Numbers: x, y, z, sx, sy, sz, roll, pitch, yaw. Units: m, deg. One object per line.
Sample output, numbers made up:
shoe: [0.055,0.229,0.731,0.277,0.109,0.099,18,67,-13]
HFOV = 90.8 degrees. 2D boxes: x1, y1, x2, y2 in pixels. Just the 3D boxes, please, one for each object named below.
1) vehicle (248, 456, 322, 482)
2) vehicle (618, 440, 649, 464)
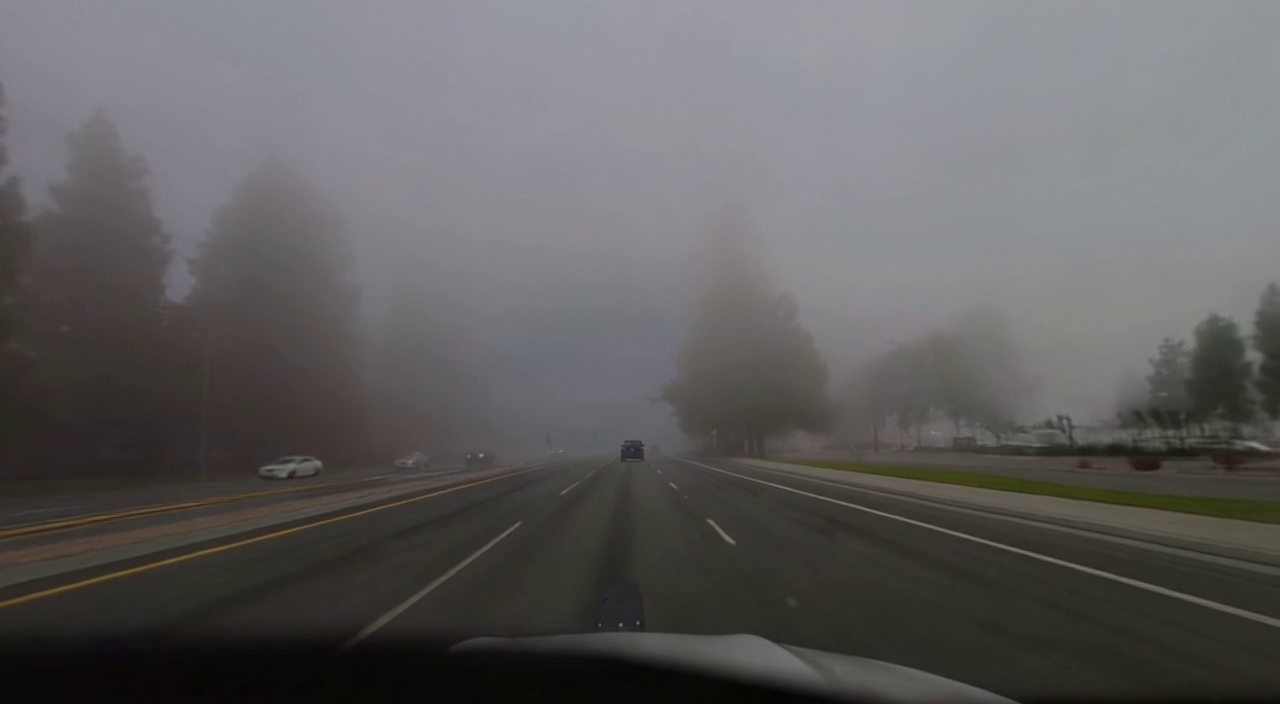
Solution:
vehicle: [-22.447,7.418,40.190,1.892,1.483,4.720,0,-9,1]
vehicle: [-0.496,7.352,46.601,2.174,1.703,4.231,0,-9,0]
